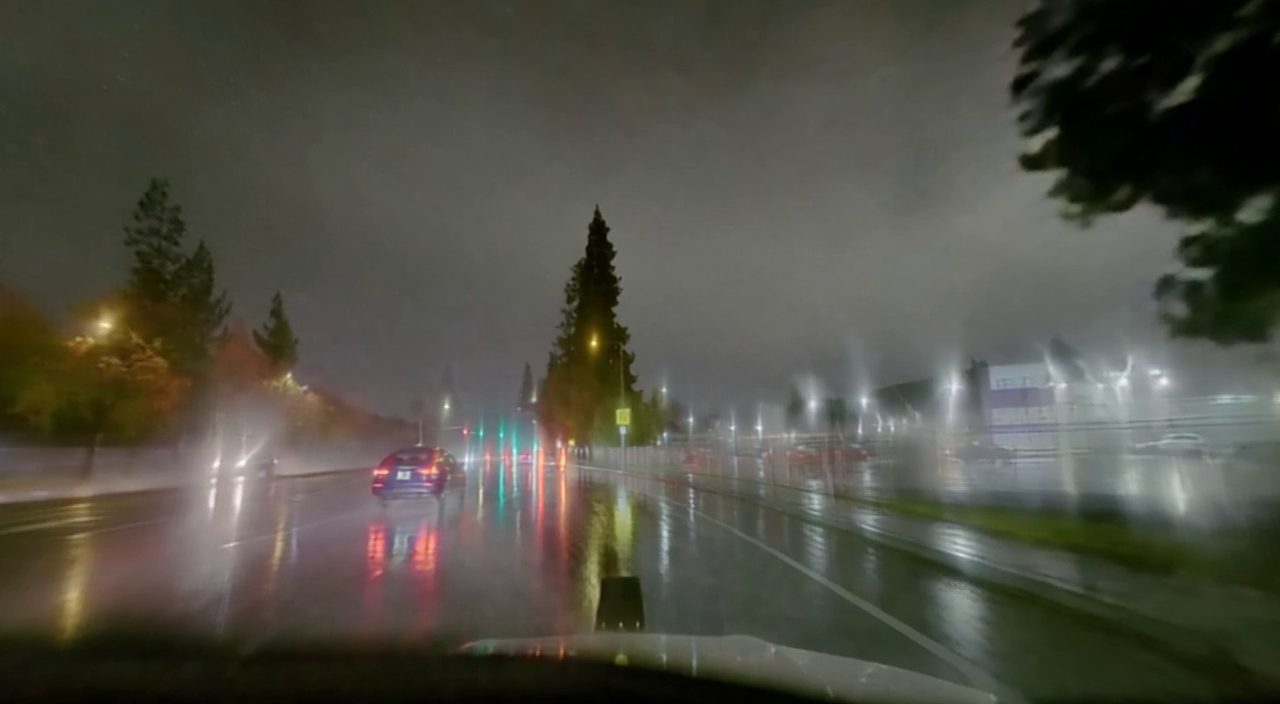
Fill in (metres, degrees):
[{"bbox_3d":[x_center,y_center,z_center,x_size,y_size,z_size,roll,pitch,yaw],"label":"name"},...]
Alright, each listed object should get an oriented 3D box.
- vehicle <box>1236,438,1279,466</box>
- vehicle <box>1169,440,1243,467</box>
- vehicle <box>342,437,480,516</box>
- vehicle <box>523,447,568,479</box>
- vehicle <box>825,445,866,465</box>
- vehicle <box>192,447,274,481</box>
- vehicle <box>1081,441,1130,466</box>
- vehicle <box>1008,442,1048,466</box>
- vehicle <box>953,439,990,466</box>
[{"bbox_3d":[35.513,5.558,35.169,2.095,1.470,4.336,-4,-9,26],"label":"vehicle"},{"bbox_3d":[32.847,5.879,36.806,1.904,1.432,4.640,-4,-9,25],"label":"vehicle"},{"bbox_3d":[-5.548,3.040,16.017,2.105,1.676,4.541,1,-8,-5],"label":"vehicle"},{"bbox_3d":[-4.871,5.698,32.723,2.147,1.474,4.083,1,-9,-8],"label":"vehicle"},{"bbox_3d":[15.896,7.939,48.741,1.934,1.423,4.008,-6,-11,34],"label":"vehicle"},{"bbox_3d":[-23.937,6.578,37.436,2.214,1.844,4.822,1,-9,-9],"label":"vehicle"},{"bbox_3d":[28.844,6.262,39.259,2.027,1.455,3.838,-5,-10,31],"label":"vehicle"},{"bbox_3d":[25.496,6.688,41.653,1.863,1.456,4.250,-4,-9,27],"label":"vehicle"},{"bbox_3d":[23.022,6.919,43.734,1.942,1.726,5.194,-5,-10,29],"label":"vehicle"}]
